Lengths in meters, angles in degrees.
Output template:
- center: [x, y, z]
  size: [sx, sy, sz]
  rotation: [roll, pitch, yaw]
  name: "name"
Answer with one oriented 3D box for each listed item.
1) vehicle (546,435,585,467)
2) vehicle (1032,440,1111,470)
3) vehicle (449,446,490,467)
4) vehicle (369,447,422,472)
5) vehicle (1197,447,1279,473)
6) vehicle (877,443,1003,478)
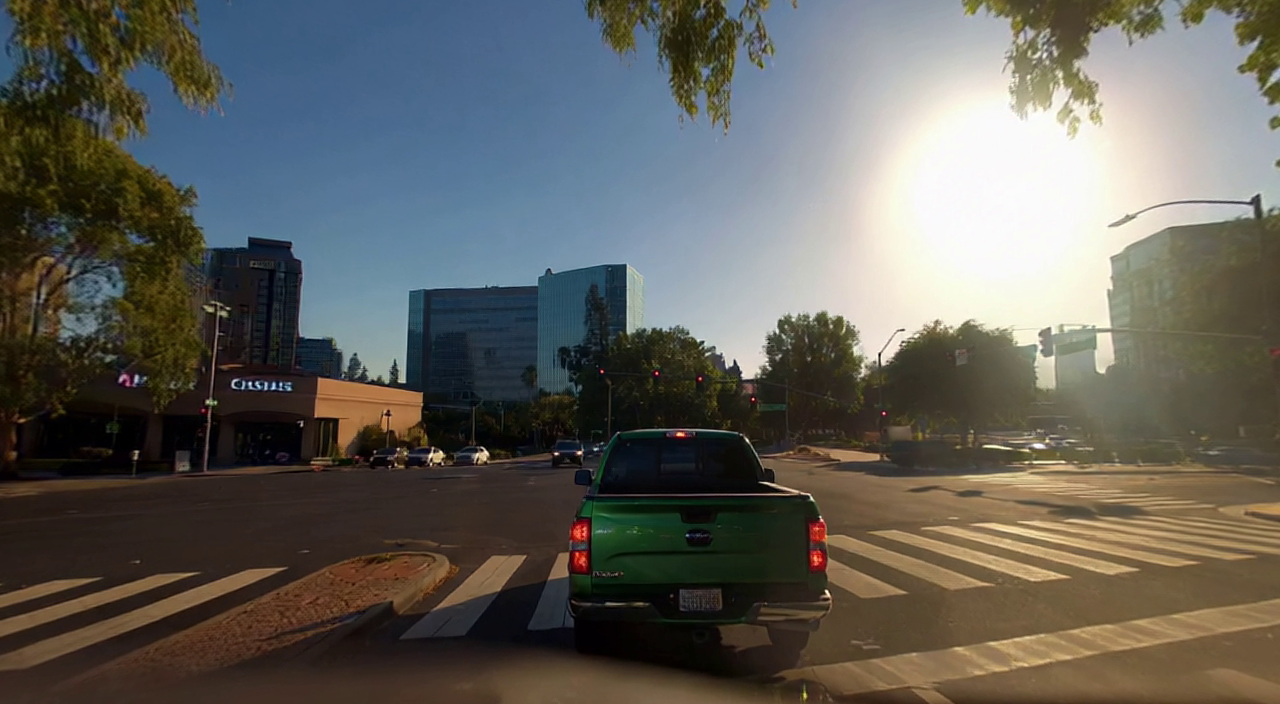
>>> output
- center: [-4.984, 6.464, 41.483]
  size: [2.289, 1.927, 5.667]
  rotation: [1, -9, -9]
  name: "vehicle"
- center: [26.354, 6.266, 38.567]
  size: [4.541, 1.731, 2.007]
  rotation: [5, -10, -28]
  name: "vehicle"
- center: [-12.622, 7.764, 47.092]
  size: [1.946, 1.474, 4.008]
  rotation: [0, -9, 0]
  name: "vehicle"
- center: [-16.253, 7.133, 42.240]
  size: [1.883, 1.586, 4.297]
  rotation: [0, -9, -1]
  name: "vehicle"
- center: [36.120, 6.469, 38.097]
  size: [4.522, 1.460, 2.097]
  rotation: [4, -9, -26]
  name: "vehicle"
- center: [13.402, 4.869, 28.453]
  size: [4.658, 1.478, 1.946]
  rotation: [-1, -9, 4]
  name: "vehicle"
